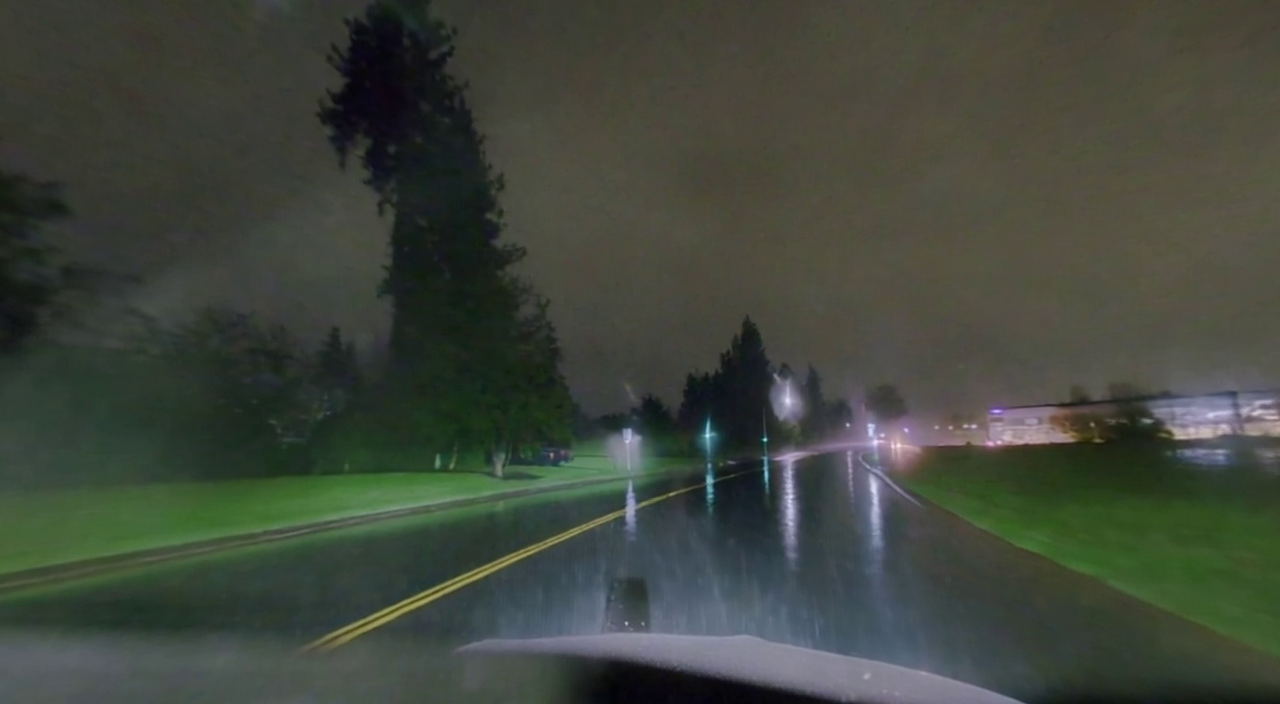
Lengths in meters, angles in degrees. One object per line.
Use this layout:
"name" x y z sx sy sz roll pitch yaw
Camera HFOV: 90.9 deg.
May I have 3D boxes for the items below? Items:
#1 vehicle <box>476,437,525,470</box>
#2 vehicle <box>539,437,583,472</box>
"vehicle" -8.089 5.805 36.323 2.192 1.740 4.521 3 -9 -19
"vehicle" -4.487 5.764 35.454 2.244 1.796 5.170 1 -9 -8
